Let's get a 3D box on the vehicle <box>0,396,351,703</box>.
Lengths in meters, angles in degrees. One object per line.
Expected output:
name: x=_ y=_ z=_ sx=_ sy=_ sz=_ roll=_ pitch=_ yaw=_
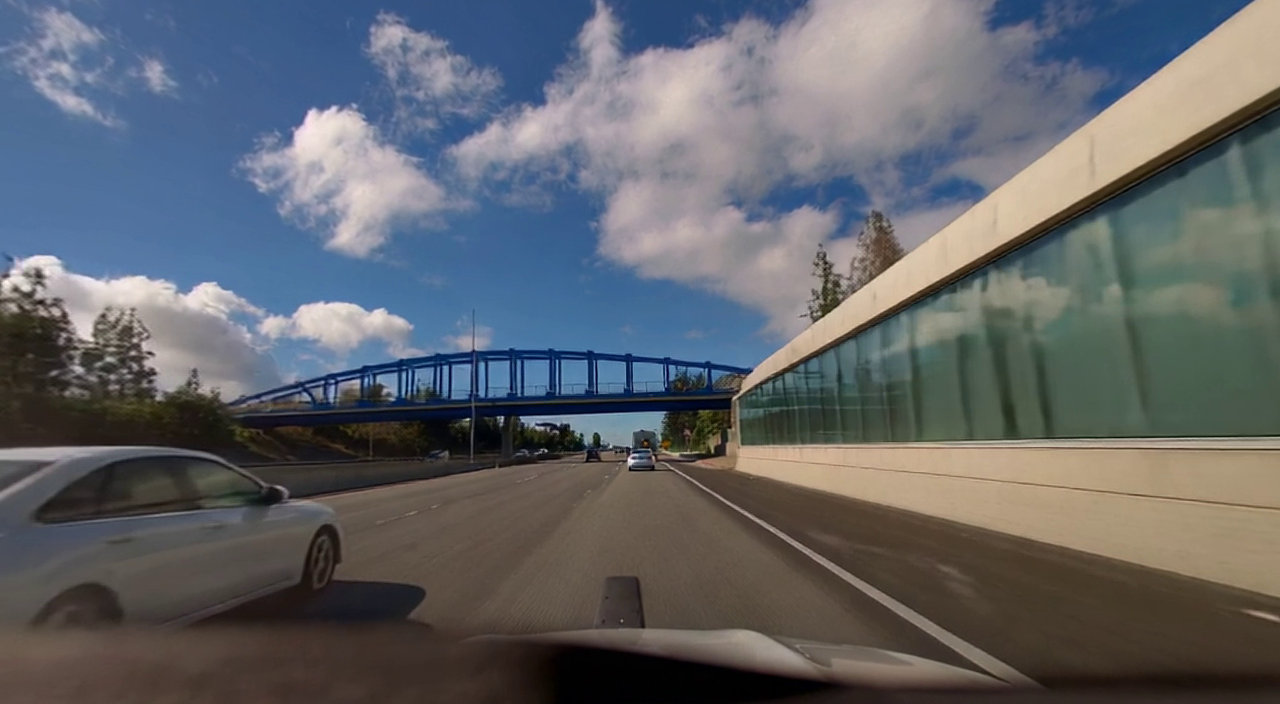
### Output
vehicle: x=-3.398 y=0.974 z=2.602 sx=2.095 sy=1.498 sz=4.854 roll=-1 pitch=-9 yaw=0

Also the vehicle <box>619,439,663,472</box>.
vehicle: x=0.026 y=5.798 z=35.547 sx=2.299 sy=1.716 sz=4.579 roll=0 pitch=-9 yaw=0
